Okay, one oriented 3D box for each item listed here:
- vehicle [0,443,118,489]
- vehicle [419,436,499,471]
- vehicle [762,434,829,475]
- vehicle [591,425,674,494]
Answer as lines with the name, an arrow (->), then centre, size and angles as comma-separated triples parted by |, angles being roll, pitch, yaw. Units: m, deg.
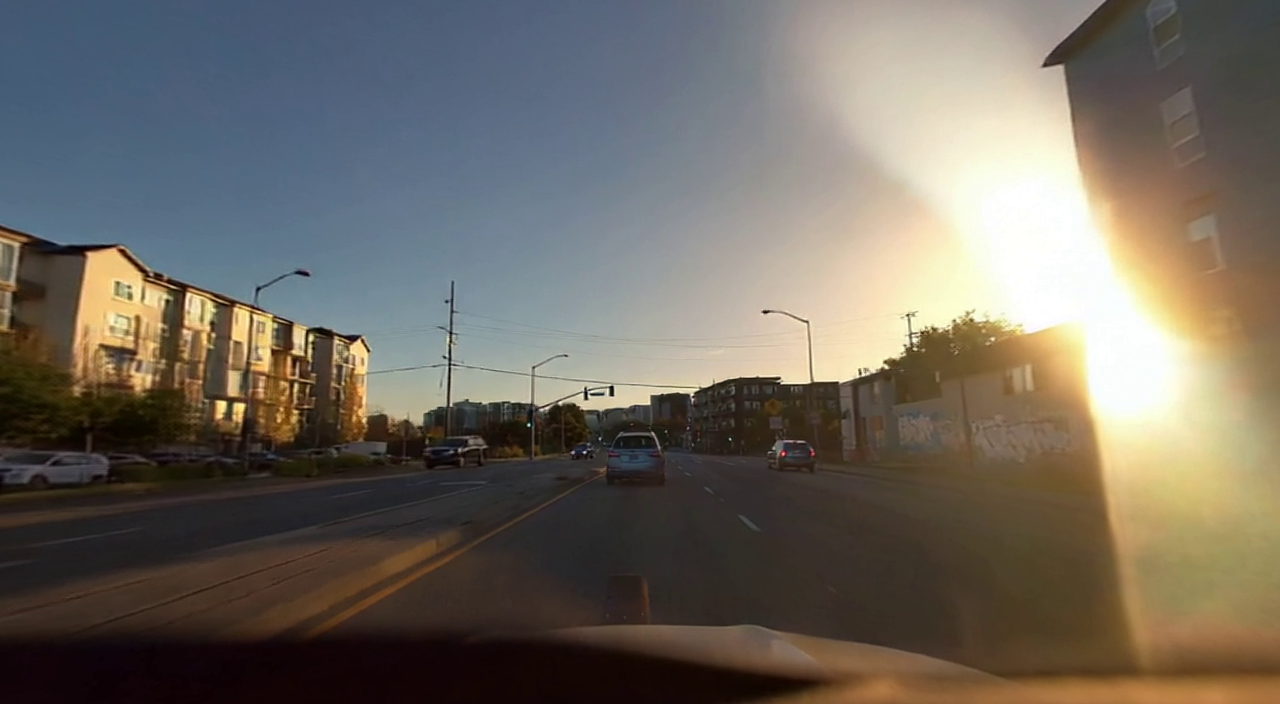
vehicle -> -26.489, 5.036, 27.743 | 4.916, 1.826, 2.242 | -2, -10, -2
vehicle -> -11.174, 6.329, 39.537 | 2.544, 2.014, 5.821 | -1, -9, 8
vehicle -> 7.098, 4.724, 29.211 | 1.952, 1.749, 4.311 | 0, -8, 0
vehicle -> -0.103, 3.162, 18.853 | 2.160, 1.786, 4.702 | 0, -8, 2
